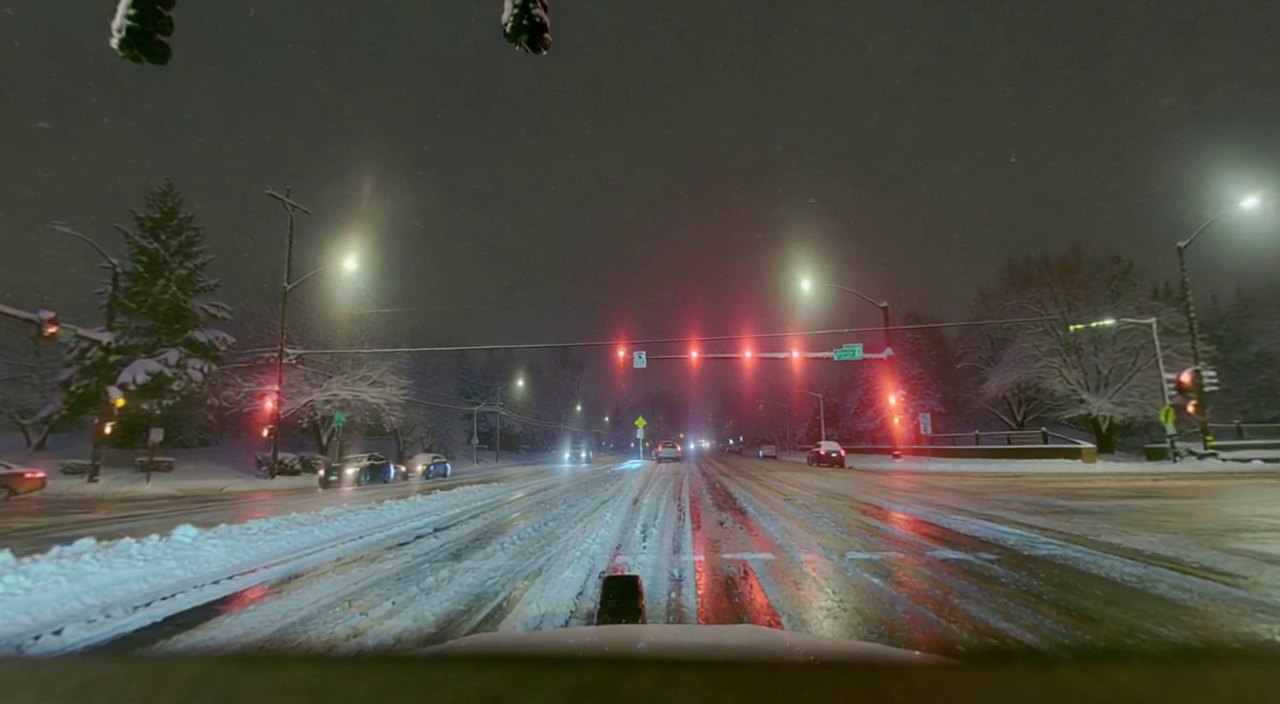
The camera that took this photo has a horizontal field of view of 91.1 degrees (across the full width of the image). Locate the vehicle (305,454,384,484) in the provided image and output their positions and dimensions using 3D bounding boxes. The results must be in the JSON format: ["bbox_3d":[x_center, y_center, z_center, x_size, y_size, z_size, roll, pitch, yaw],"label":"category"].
[{"bbox_3d":[-16.090,6.375,34.503,2.055,1.506,4.663,0,-9,0],"label":"vehicle"}]

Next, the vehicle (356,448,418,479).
[{"bbox_3d":[-16.180,7.108,40.447,1.960,1.819,5.018,0,-9,-1],"label":"vehicle"}]
